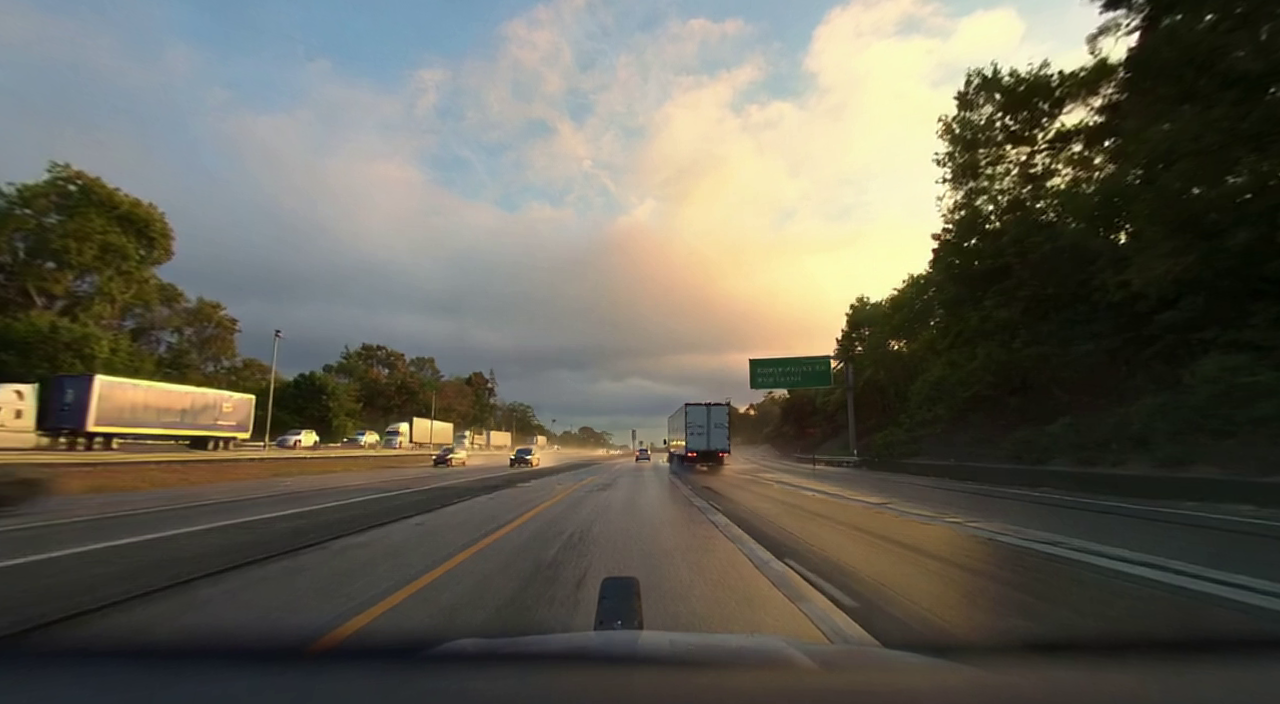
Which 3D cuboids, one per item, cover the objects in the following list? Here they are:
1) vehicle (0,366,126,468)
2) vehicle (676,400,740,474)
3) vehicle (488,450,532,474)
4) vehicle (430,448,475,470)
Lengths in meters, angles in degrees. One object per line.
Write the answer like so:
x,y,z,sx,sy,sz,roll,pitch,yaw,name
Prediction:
-26.099,2.868,26.558,3.112,3.890,6.296,0,-9,0,vehicle
4.188,5.765,42.004,3.185,4.154,12.638,-1,-9,1,vehicle
-8.643,7.330,42.112,1.867,1.438,4.553,-1,-9,2,vehicle
-13.805,7.880,46.458,1.908,1.476,4.302,-1,-9,2,vehicle
